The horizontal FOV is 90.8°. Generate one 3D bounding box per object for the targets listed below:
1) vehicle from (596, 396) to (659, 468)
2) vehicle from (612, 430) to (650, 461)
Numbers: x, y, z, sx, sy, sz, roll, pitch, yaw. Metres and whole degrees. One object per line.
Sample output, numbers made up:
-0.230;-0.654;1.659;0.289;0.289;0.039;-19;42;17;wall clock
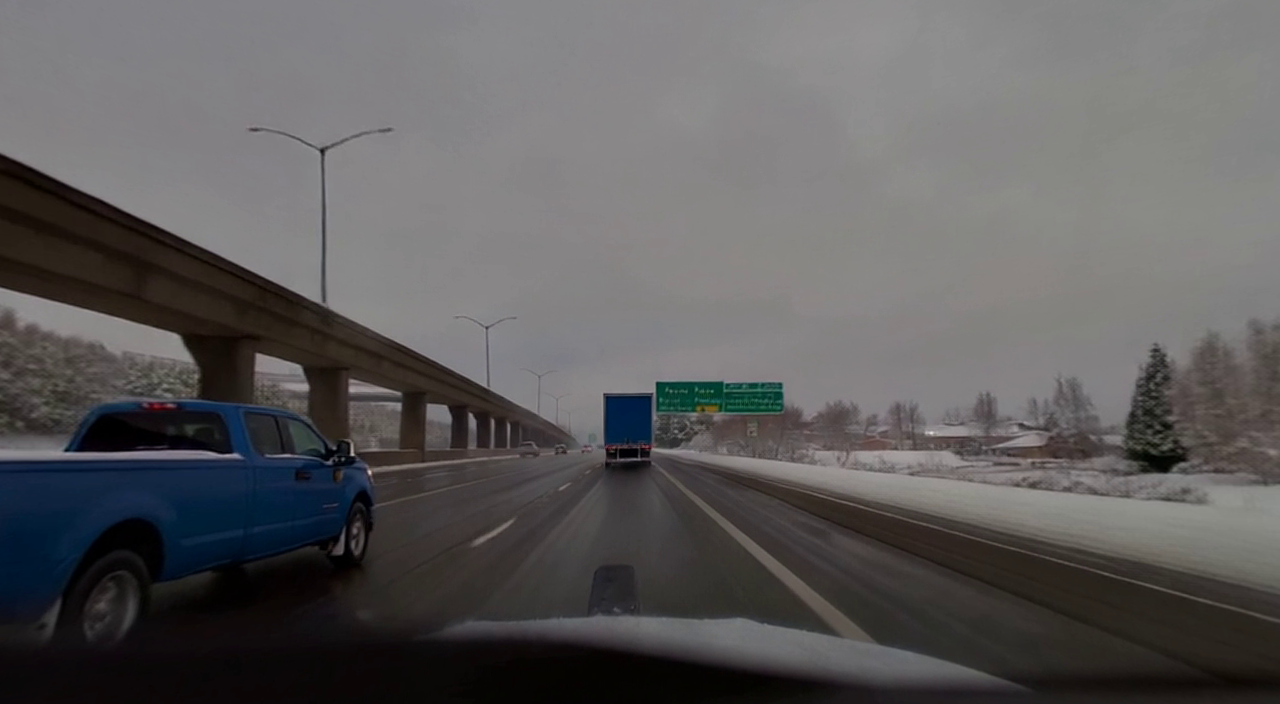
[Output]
-0.626;5.020;38.519;3.233;3.678;11.032;1;-9;0;vehicle
-0.548;5.298;35.839;2.052;1.666;4.358;0;-8;-2;vehicle
